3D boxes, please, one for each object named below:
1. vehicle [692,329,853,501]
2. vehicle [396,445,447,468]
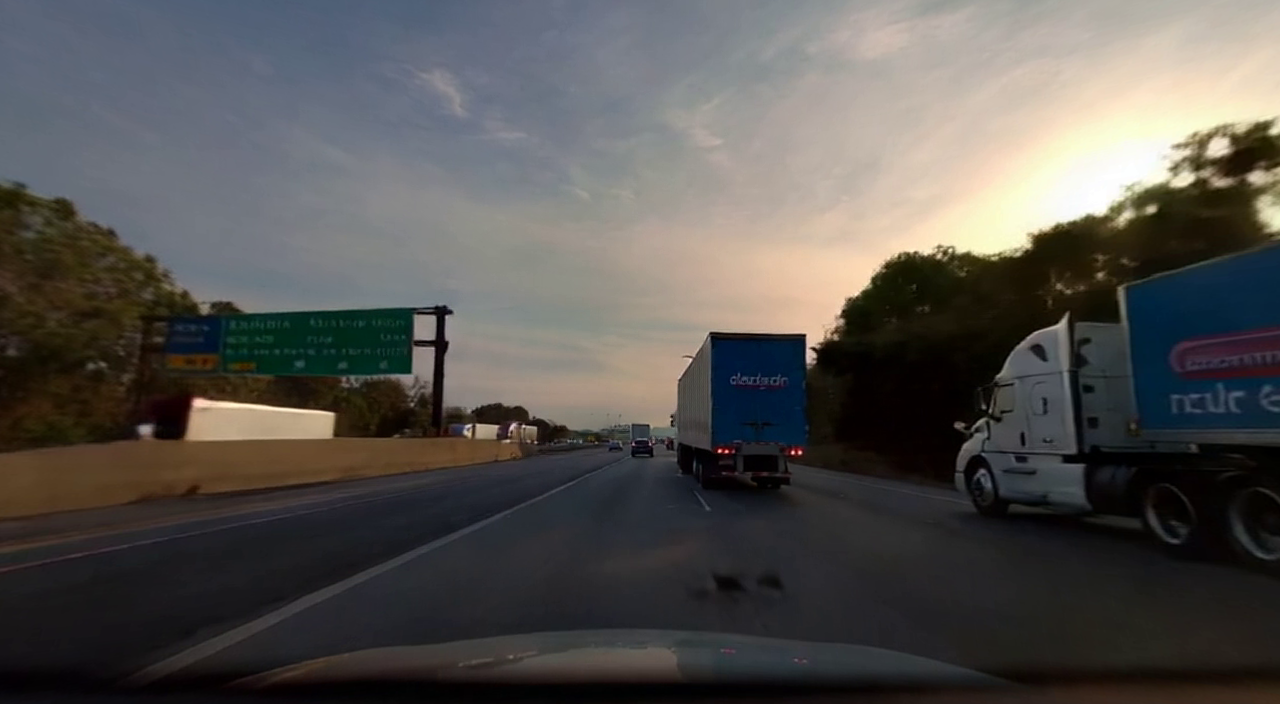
[{"bbox_3d":[3.369,2.070,19.166,2.920,3.860,10.035,0,-8,1],"label":"vehicle"},{"bbox_3d":[-16.398,7.821,47.362,1.980,1.538,4.622,-1,-8,3],"label":"vehicle"}]
